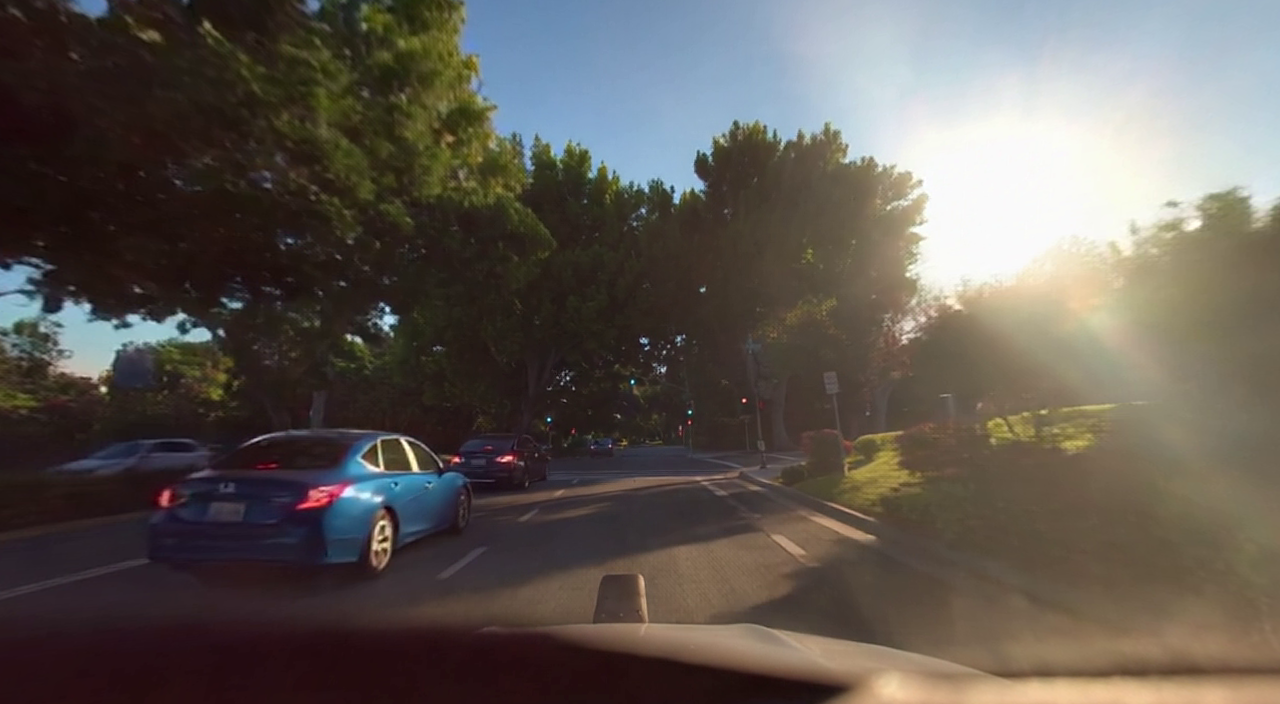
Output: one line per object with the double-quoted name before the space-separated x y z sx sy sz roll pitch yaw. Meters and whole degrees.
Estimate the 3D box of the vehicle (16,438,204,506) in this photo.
"vehicle" -13.958 3.136 16.995 1.804 1.578 3.876 0 -8 -4

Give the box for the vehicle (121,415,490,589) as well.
"vehicle" -3.466 1.650 7.883 2.038 1.486 4.678 0 -8 0
